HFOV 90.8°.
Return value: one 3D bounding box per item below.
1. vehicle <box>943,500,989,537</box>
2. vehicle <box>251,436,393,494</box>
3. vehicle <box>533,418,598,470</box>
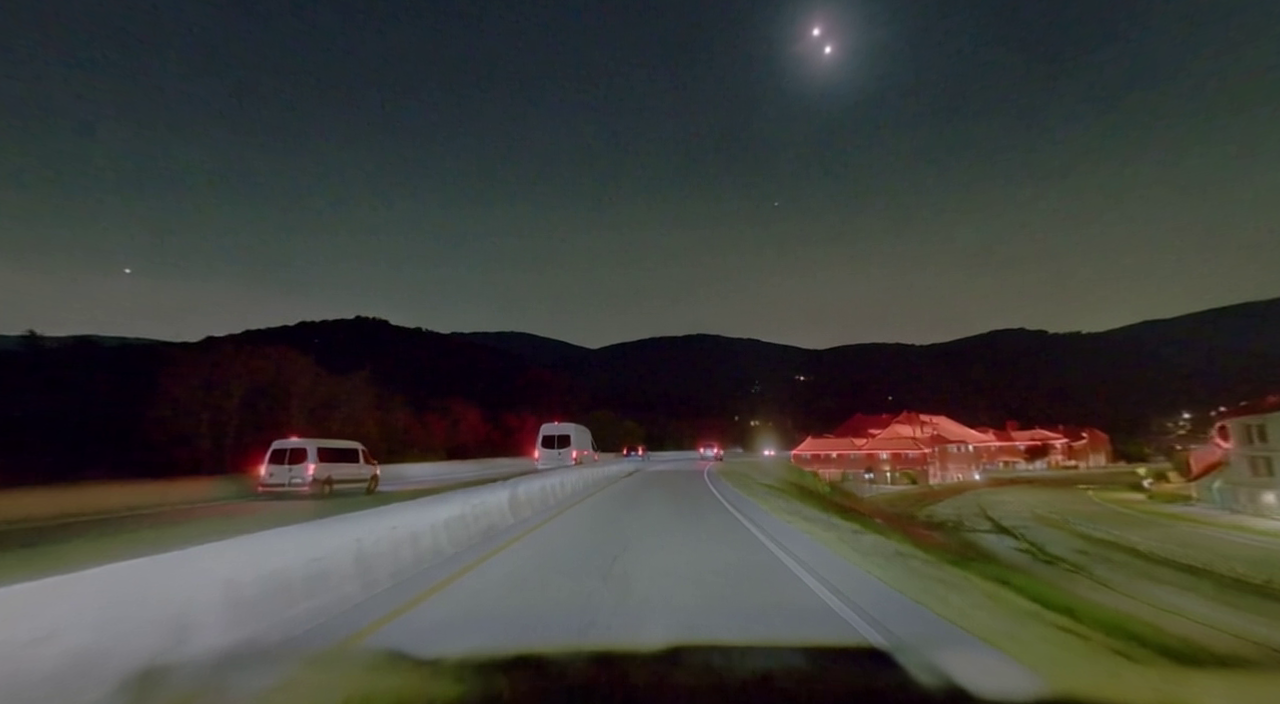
[{"bbox_3d":[21.797,11.143,42.425,1.887,1.776,4.198,-2,-7,16],"label":"vehicle"},{"bbox_3d":[-9.332,3.335,19.041,1.821,1.524,4.342,-1,-8,3],"label":"vehicle"},{"bbox_3d":[-4.162,5.353,36.735,2.314,2.703,6.441,-1,-8,6],"label":"vehicle"}]
